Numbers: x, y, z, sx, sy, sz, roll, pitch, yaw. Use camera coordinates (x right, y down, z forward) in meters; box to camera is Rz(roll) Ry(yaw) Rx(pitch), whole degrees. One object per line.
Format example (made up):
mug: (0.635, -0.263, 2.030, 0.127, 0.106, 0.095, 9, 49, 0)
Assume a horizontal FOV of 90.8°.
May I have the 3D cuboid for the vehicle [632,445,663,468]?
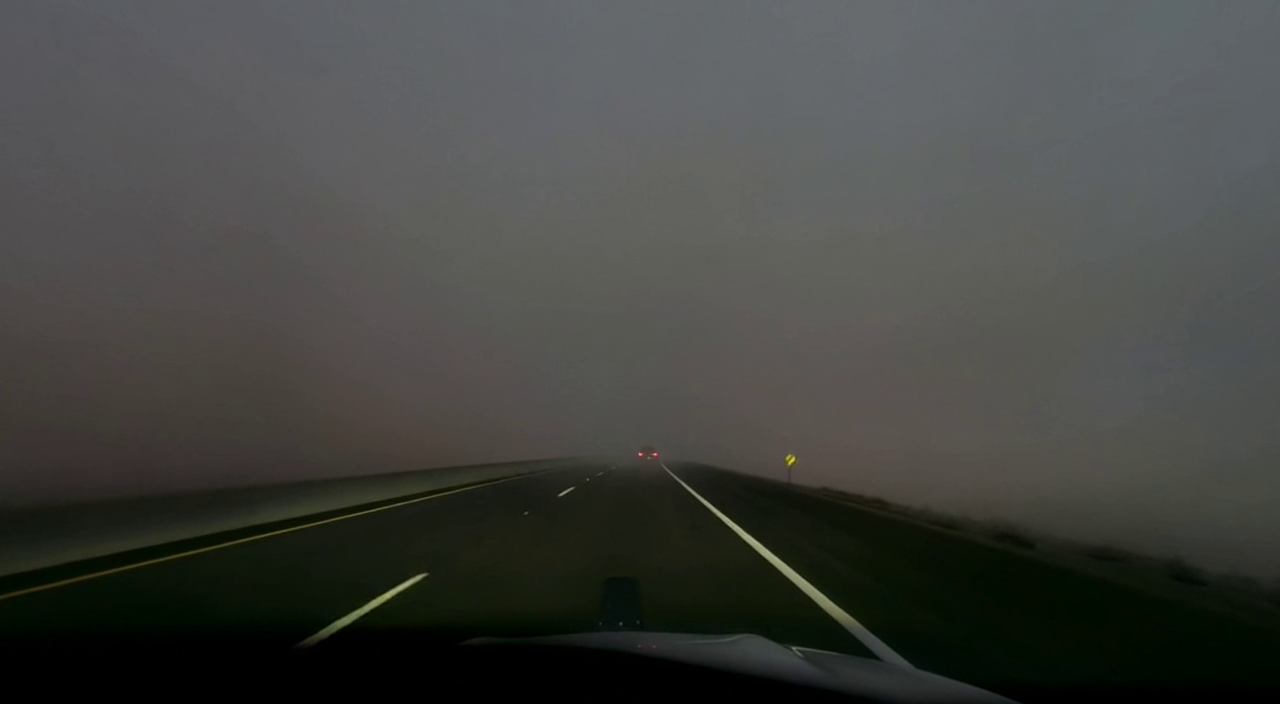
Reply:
vehicle: (0.605, 7.843, 47.568, 2.221, 1.603, 4.149, 0, -9, 1)
